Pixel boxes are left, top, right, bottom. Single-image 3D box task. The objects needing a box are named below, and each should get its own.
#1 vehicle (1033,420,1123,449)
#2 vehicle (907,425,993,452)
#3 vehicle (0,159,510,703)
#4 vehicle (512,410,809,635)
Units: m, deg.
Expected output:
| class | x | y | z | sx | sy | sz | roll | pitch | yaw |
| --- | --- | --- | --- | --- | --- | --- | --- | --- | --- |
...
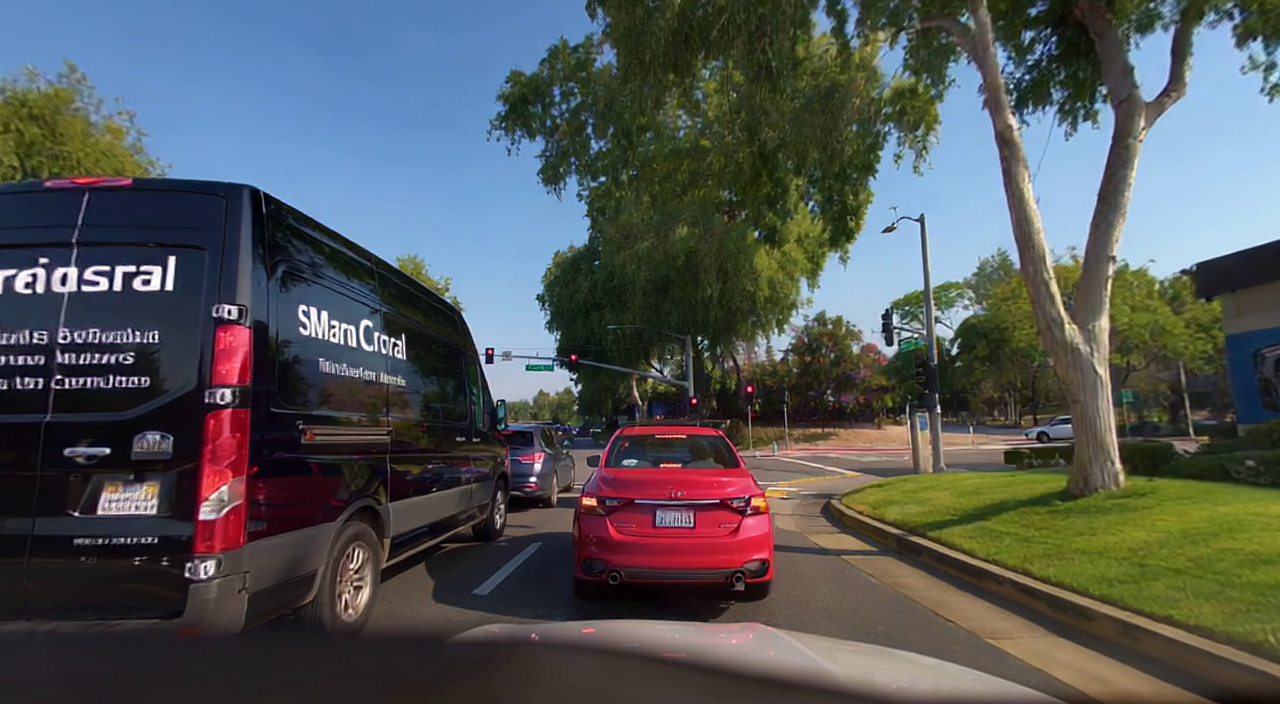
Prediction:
| class | x | y | z | sx | sy | sz | roll | pitch | yaw |
| --- | --- | --- | --- | --- | --- | --- | --- | --- | --- |
| vehicle | 32.077 | 6.079 | 46.146 | 5.084 | 2.041 | 2.360 | 2 | -9 | -10 |
| vehicle | 21.929 | 6.127 | 44.592 | 5.021 | 1.848 | 2.210 | 1 | -9 | -9 |
| vehicle | -3.143 | 0.926 | 5.851 | 2.555 | 3.035 | 5.702 | 0 | -8 | 1 |
| vehicle | 0.305 | 1.686 | 7.306 | 2.398 | 1.773 | 4.254 | -1 | -8 | 4 |
